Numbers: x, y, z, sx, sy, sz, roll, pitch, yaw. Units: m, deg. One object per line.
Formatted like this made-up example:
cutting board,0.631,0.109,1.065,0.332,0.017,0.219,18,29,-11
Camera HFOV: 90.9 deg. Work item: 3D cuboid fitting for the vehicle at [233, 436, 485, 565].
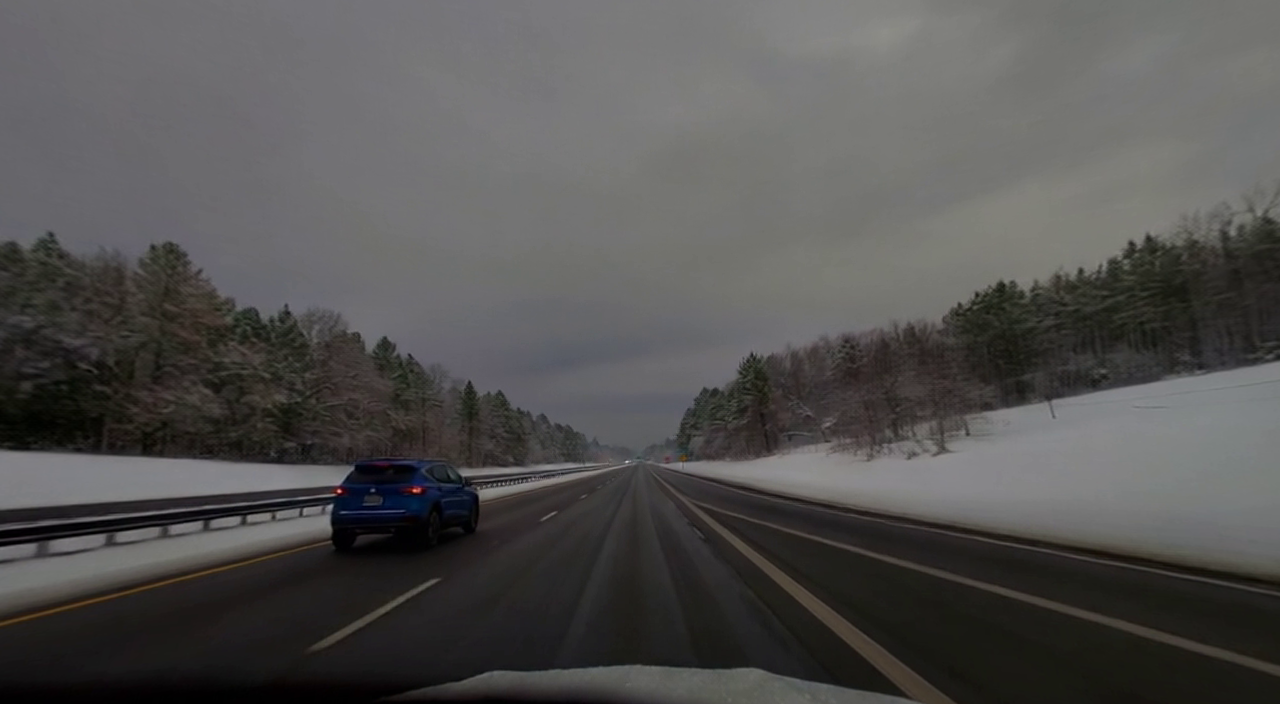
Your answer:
vehicle,-4.169,2.331,10.484,1.928,1.593,4.871,1,-10,0
